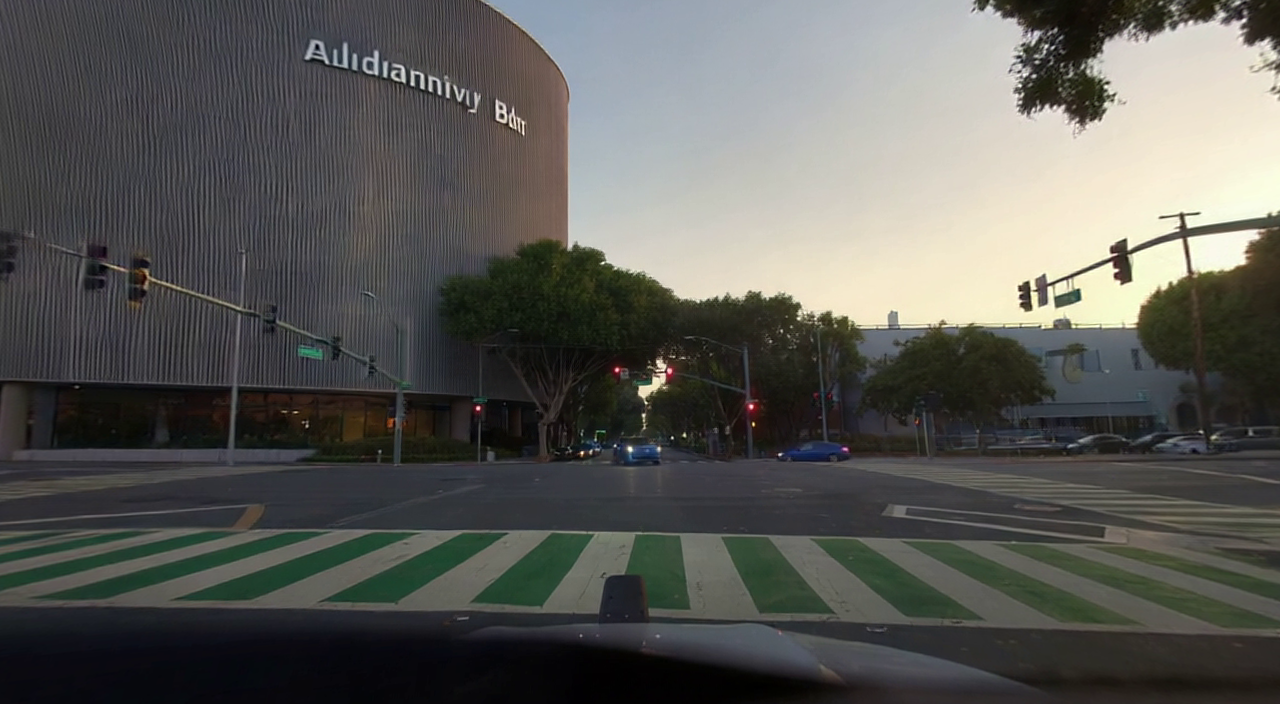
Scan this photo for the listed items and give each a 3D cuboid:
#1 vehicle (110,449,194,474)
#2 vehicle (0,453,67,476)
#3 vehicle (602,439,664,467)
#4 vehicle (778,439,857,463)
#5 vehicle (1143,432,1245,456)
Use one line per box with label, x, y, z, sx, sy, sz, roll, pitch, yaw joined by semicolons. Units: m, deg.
vehicle;-33.073;7.403;42.756;4.136;1.661;1.857;0;-8;1
vehicle;-41.657;7.631;42.770;3.698;1.467;1.779;0;-8;1
vehicle;-0.494;5.634;35.274;2.280;1.454;4.836;2;-9;-16
vehicle;11.085;6.209;39.680;4.529;1.457;1.981;-2;-9;10
vehicle;36.149;6.016;41.205;4.767;1.456;1.858;0;-8;3
